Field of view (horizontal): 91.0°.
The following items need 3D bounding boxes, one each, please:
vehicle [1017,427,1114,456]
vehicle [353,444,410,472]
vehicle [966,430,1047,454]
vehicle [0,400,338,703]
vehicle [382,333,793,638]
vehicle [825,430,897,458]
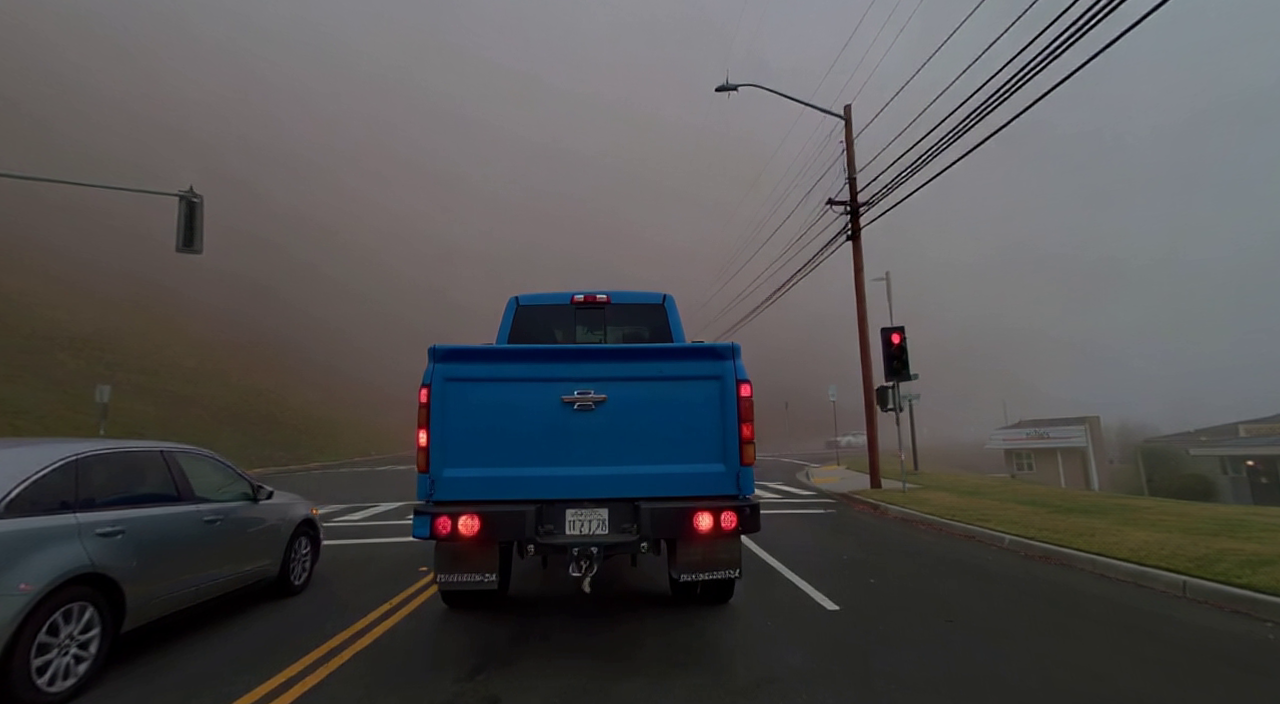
[{"bbox_3d":[25.577,5.397,37.932,4.419,1.496,1.854,-2,-9,1],"label":"vehicle"},{"bbox_3d":[-17.106,7.020,41.928,2.133,1.690,4.331,0,-9,-3],"label":"vehicle"},{"bbox_3d":[27.640,6.775,47.489,5.021,1.757,2.012,1,-9,-8],"label":"vehicle"},{"bbox_3d":[-3.956,1.193,3.994,2.017,1.555,4.150,-1,-9,0],"label":"vehicle"},{"bbox_3d":[-0.418,1.326,7.220,2.859,2.144,5.406,0,-9,-1],"label":"vehicle"},{"bbox_3d":[16.498,6.832,46.793,6.346,1.917,2.360,8,-12,-43],"label":"vehicle"}]
